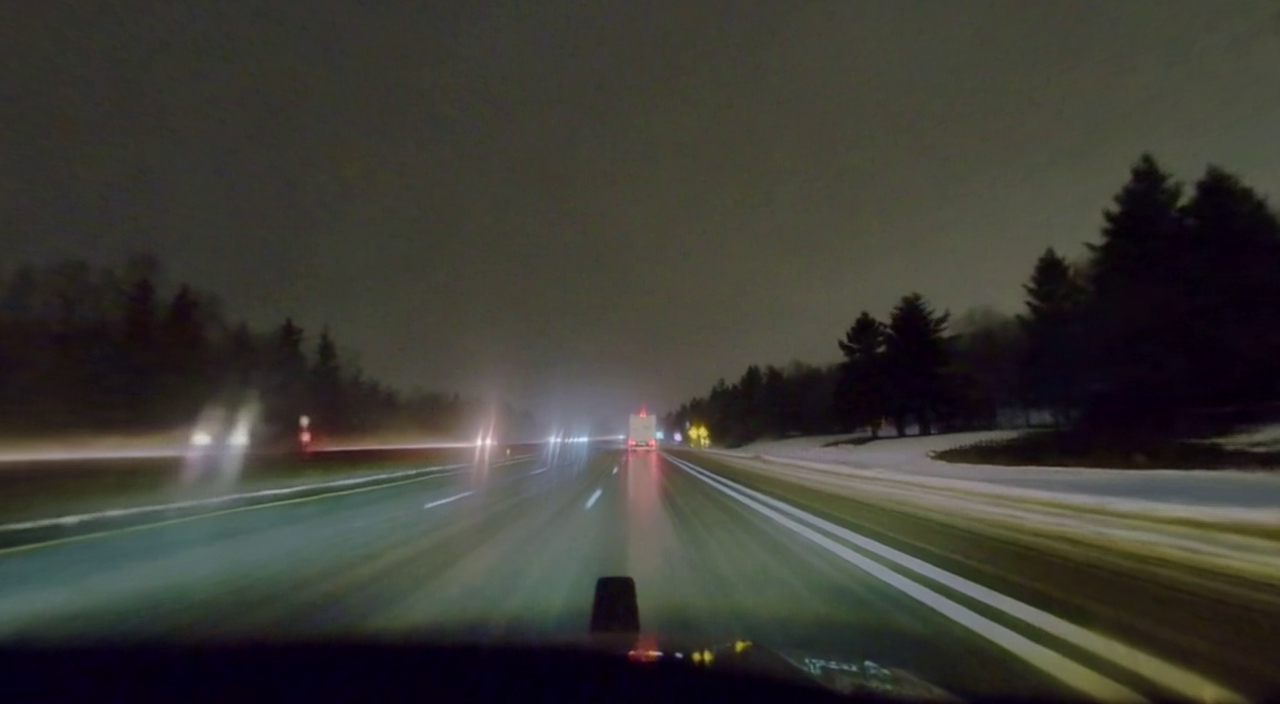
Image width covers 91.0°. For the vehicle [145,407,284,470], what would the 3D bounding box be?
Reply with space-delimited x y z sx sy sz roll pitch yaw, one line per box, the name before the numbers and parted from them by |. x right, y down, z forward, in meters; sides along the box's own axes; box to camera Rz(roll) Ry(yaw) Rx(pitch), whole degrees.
vehicle | -19.003 3.949 28.572 2.341 2.520 5.576 -1 -8 0
